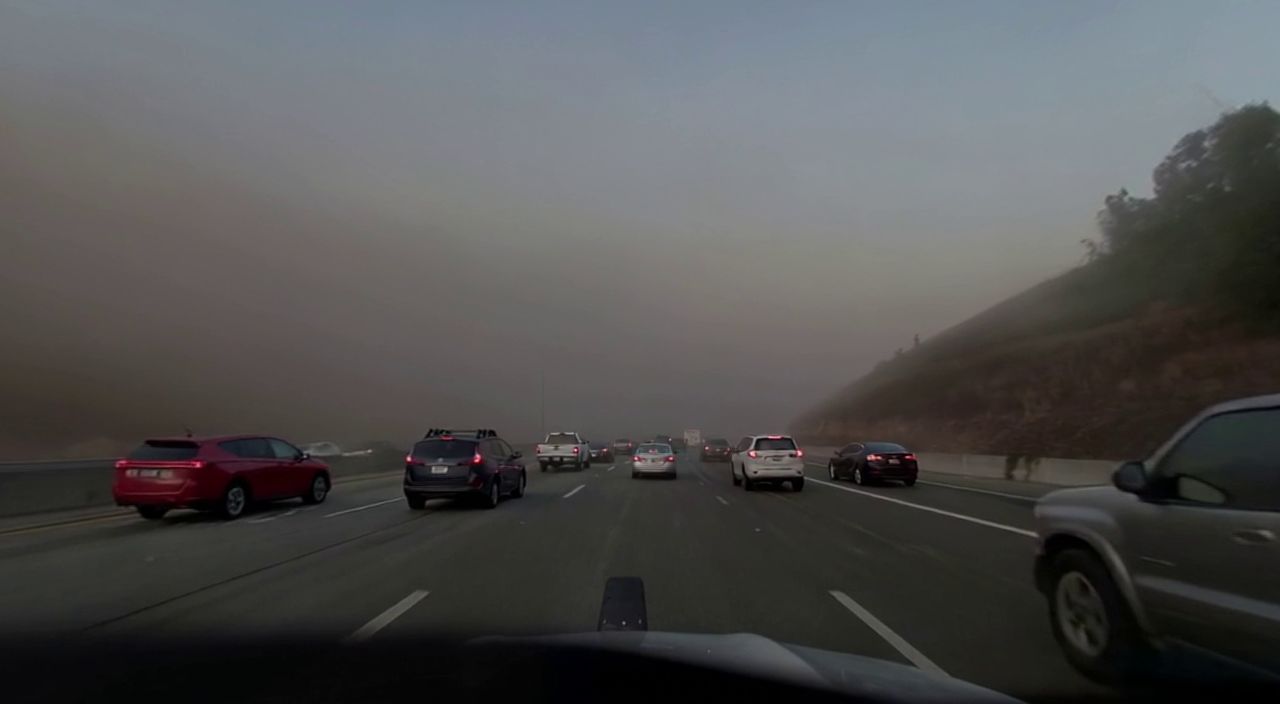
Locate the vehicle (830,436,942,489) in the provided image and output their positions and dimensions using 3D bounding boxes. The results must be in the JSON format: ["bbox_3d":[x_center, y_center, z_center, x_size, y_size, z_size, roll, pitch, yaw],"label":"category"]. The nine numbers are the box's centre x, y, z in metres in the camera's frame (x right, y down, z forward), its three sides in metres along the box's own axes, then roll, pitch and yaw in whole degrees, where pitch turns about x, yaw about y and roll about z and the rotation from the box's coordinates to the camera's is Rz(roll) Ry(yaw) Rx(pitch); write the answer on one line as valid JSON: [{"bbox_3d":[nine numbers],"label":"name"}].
[{"bbox_3d":[7.456,3.366,19.611,1.846,1.469,4.166,0,-8,1],"label":"vehicle"}]

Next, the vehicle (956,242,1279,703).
[{"bbox_3d":[3.447,0.536,2.018,2.266,1.929,5.194,0,-8,1],"label":"vehicle"}]

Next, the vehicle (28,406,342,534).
[{"bbox_3d":[-7.677,2.039,11.482,2.017,1.810,4.782,0,-8,2],"label":"vehicle"}]

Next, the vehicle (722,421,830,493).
[{"bbox_3d":[3.694,2.952,18.041,2.046,1.765,4.534,0,-8,0],"label":"vehicle"}]

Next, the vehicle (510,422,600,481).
[{"bbox_3d":[-2.969,3.672,23.531,2.301,1.902,5.374,-1,-8,3],"label":"vehicle"}]

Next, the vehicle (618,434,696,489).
[{"bbox_3d":[0.519,3.285,19.358,2.105,1.471,4.349,0,-8,1],"label":"vehicle"}]

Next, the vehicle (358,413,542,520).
[{"bbox_3d":[-3.413,2.168,12.437,2.179,1.723,4.410,0,-8,1],"label":"vehicle"}]
